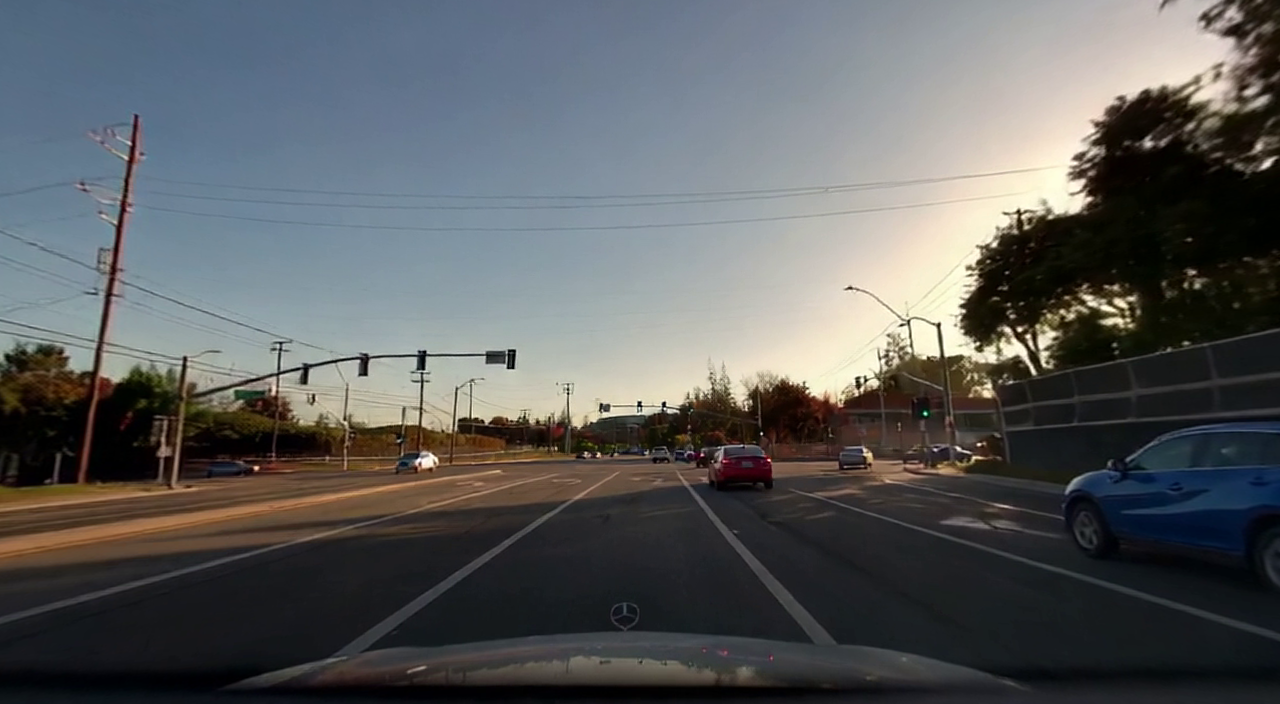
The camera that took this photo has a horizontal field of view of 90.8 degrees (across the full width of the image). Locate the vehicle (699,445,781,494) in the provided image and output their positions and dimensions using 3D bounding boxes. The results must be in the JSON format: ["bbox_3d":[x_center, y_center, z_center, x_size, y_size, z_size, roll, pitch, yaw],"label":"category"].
[{"bbox_3d":[3.257,3.909,21.472,2.035,1.460,4.392,0,-8,-1],"label":"vehicle"}]

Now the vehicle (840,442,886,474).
[{"bbox_3d":[13.169,6.264,37.537,1.949,1.758,4.215,-2,-8,11],"label":"vehicle"}]

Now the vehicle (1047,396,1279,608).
[{"bbox_3d":[6.488,1.401,6.212,2.029,1.795,4.371,0,-8,0],"label":"vehicle"}]
